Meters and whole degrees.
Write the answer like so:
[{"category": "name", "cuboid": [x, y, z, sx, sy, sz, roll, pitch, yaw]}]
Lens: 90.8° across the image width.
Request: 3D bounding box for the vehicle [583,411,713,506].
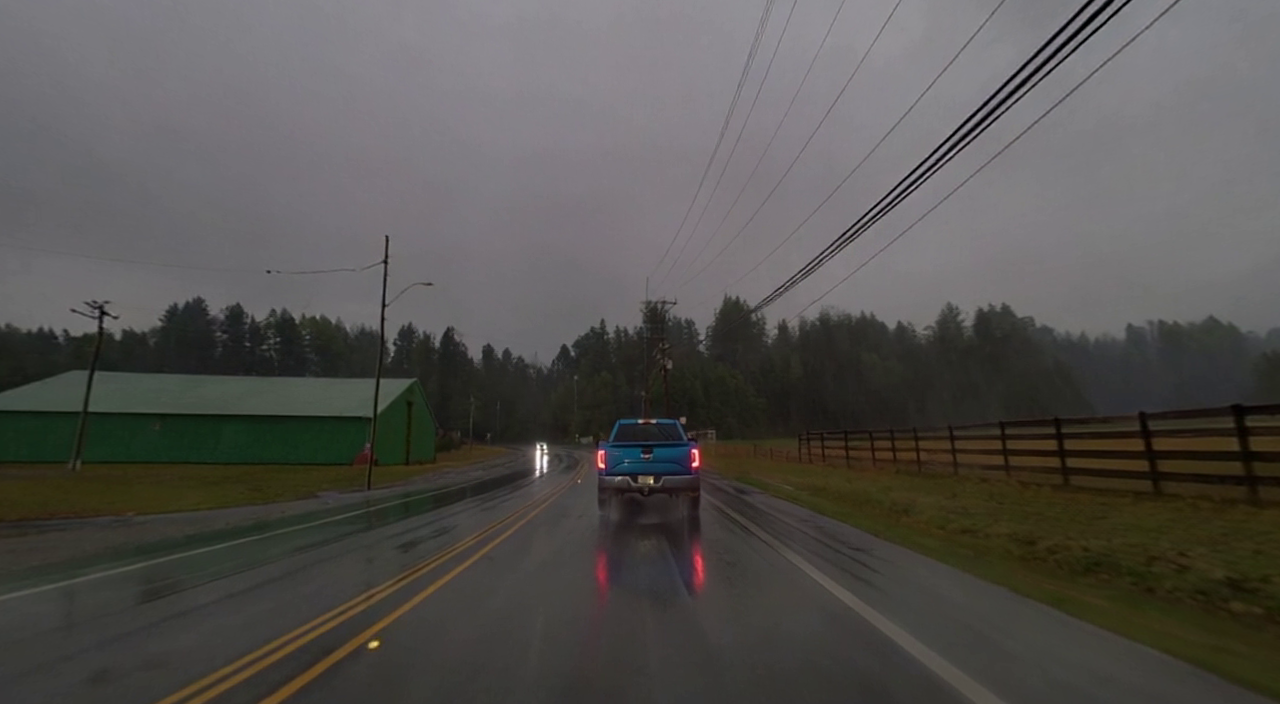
[{"category": "vehicle", "cuboid": [0.040, 2.674, 16.330, 2.693, 1.941, 6.356, 0, -9, -2]}]
